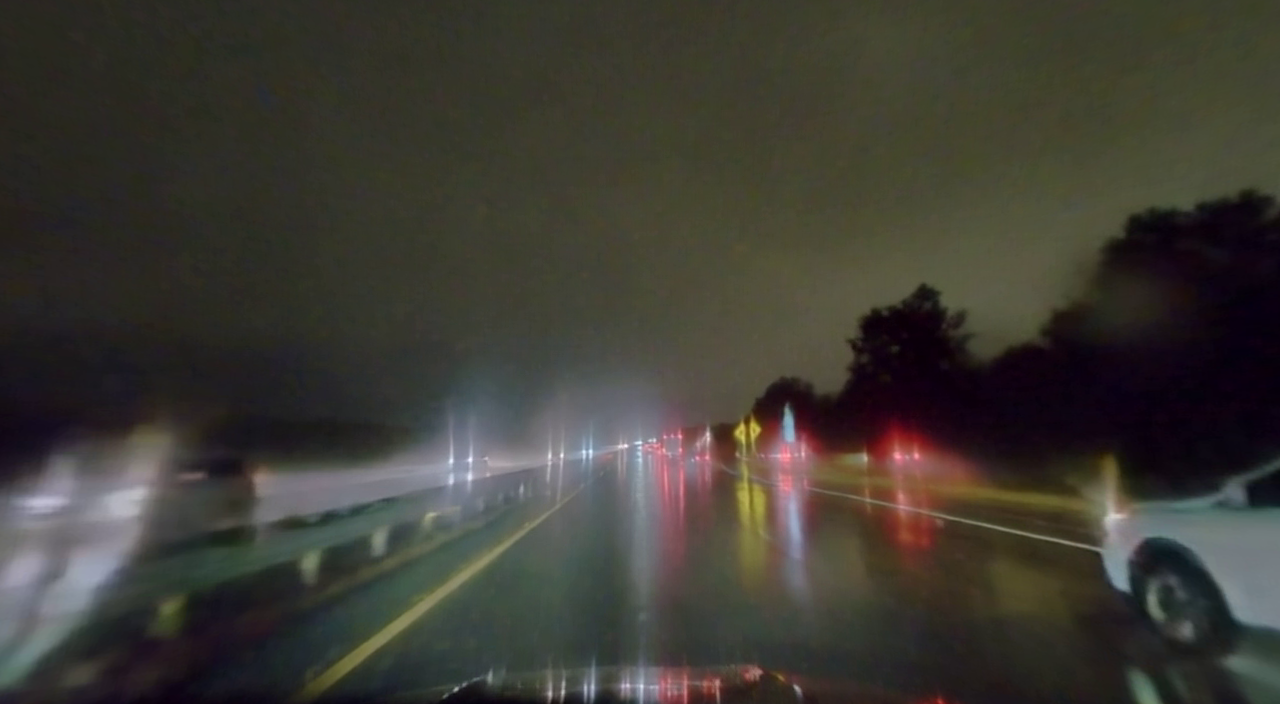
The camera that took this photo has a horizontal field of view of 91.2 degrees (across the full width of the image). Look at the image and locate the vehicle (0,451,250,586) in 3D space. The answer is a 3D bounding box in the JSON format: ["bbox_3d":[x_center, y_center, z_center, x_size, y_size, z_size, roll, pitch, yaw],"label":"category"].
[{"bbox_3d":[-8.456,2.344,9.709,1.932,1.559,4.173,-1,-9,4],"label":"vehicle"}]

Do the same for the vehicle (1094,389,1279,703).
[{"bbox_3d":[4.158,0.811,2.108,2.001,1.555,4.098,0,-9,-3],"label":"vehicle"}]

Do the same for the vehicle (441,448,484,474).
[{"bbox_3d":[-13.587,8.362,48.267,2.110,1.813,4.799,0,-9,-3],"label":"vehicle"}]
